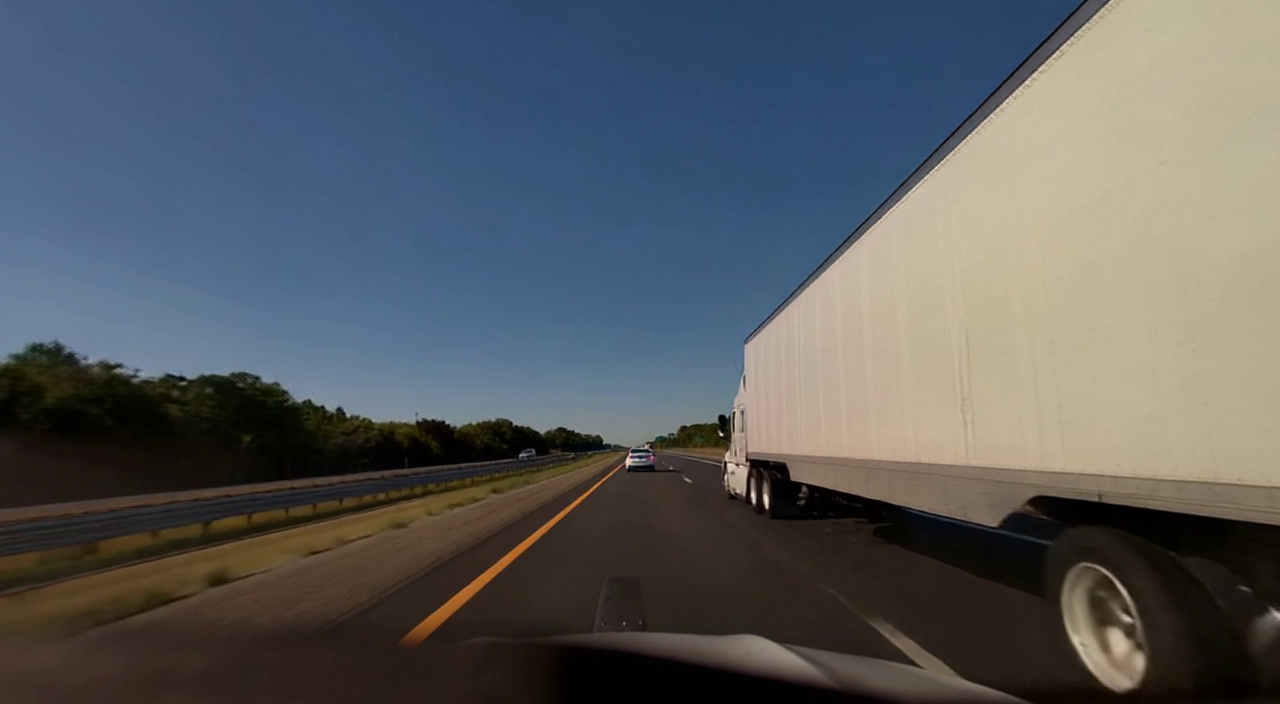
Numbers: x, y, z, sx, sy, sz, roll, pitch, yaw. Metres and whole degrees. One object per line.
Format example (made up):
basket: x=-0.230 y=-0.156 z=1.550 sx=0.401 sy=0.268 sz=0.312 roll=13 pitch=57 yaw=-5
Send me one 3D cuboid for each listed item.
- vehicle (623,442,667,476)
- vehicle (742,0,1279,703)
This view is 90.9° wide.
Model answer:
vehicle: x=0.254 y=5.155 z=30.726 sx=1.968 sy=1.515 sz=4.025 roll=-1 pitch=-8 yaw=1
vehicle: x=3.815 y=0.303 z=6.553 sx=2.929 sy=4.158 sz=15.921 roll=0 pitch=-8 yaw=0
